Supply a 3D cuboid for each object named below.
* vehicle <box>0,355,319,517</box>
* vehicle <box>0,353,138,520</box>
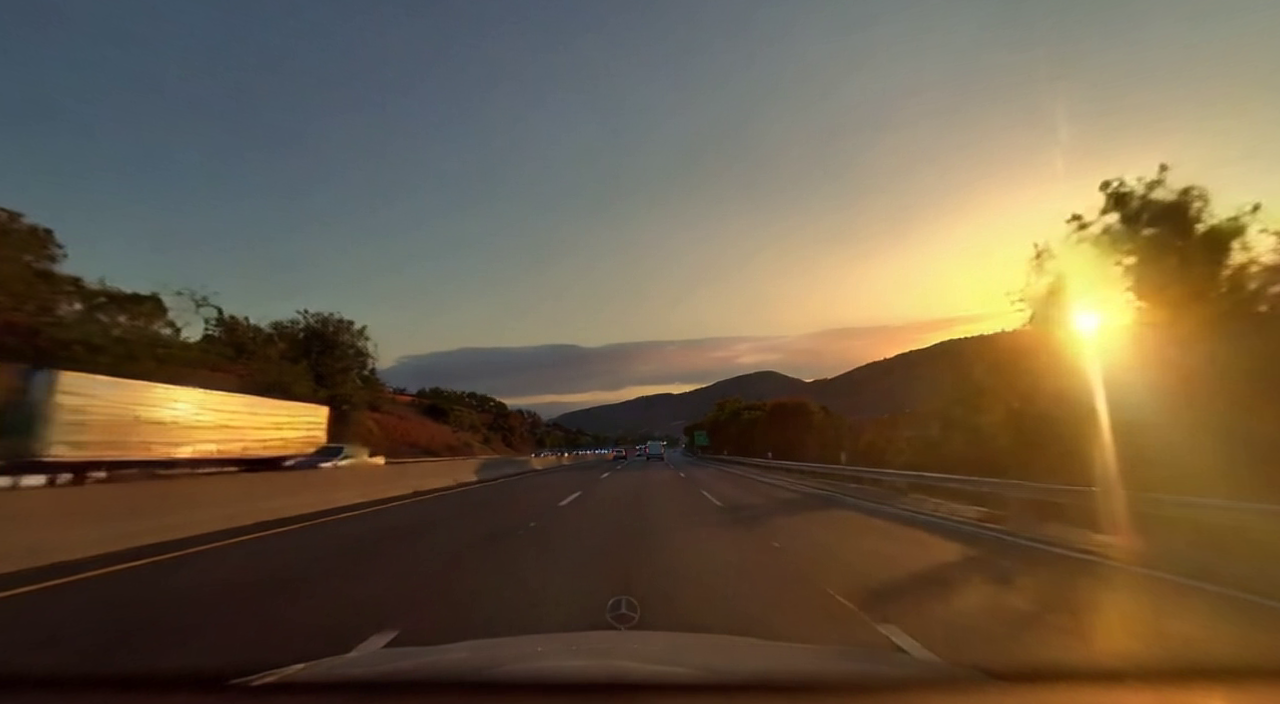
[{"bbox_3d":[-16.927,3.165,23.070,2.899,4.090,14.001,0,-9,1],"label":"vehicle"},{"bbox_3d":[-16.941,2.173,16.149,3.004,3.988,5.943,0,-9,0],"label":"vehicle"}]
